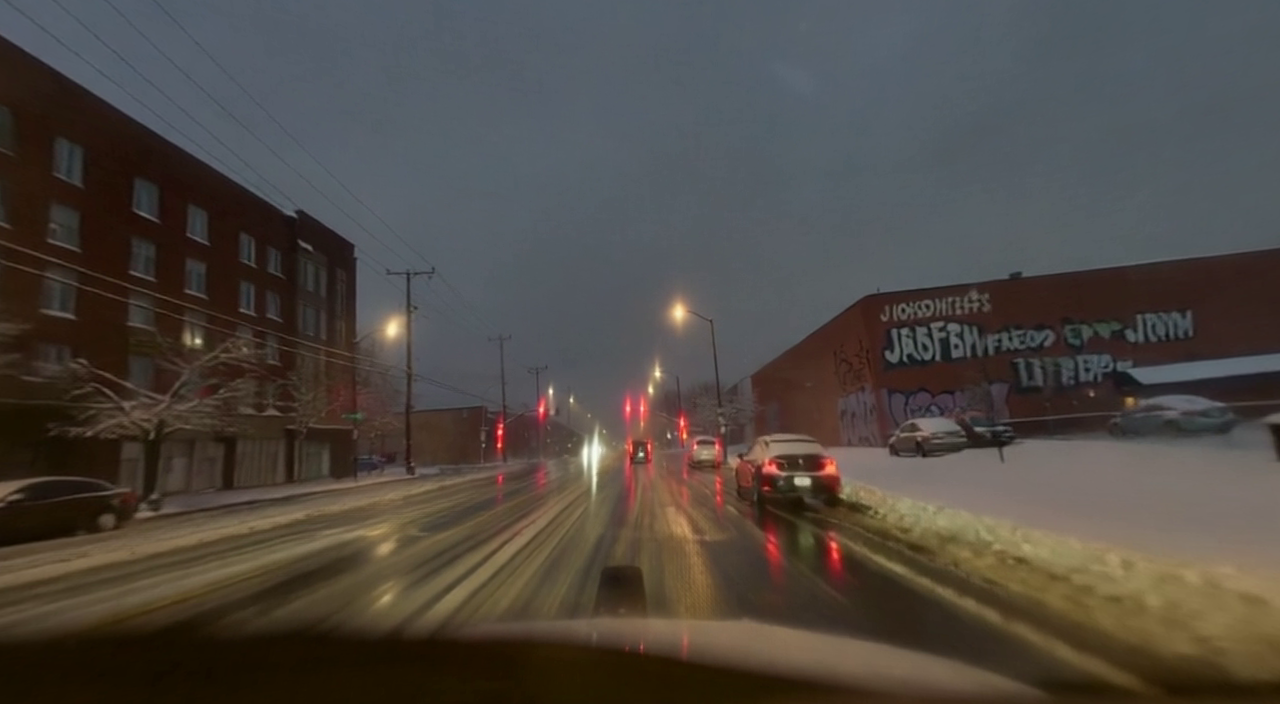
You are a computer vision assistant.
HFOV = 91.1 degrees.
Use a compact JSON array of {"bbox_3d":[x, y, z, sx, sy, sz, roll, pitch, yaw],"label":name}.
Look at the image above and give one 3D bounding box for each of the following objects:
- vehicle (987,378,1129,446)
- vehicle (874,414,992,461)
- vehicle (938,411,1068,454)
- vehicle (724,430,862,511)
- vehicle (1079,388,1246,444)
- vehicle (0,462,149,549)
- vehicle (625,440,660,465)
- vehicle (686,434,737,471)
[{"bbox_3d":[15.560,2.396,23.789,1.969,2.282,4.731,0,-9,-1],"label":"vehicle"},{"bbox_3d":[10.866,3.271,23.791,1.956,1.514,4.862,-1,-9,-2],"label":"vehicle"},{"bbox_3d":[13.260,3.048,23.359,1.819,1.450,4.707,0,-9,-3],"label":"vehicle"},{"bbox_3d":[3.250,2.626,14.320,2.062,1.535,4.206,0,-9,0],"label":"vehicle"},{"bbox_3d":[18.160,2.359,22.175,2.002,1.731,4.413,0,-9,-1],"label":"vehicle"},{"bbox_3d":[-15.294,3.792,15.154,2.048,1.814,5.998,-8,-9,1],"label":"vehicle"},{"bbox_3d":[0.152,6.485,40.743,2.153,1.505,4.452,0,-9,0],"label":"vehicle"},{"bbox_3d":[3.519,5.059,31.662,1.938,1.714,4.402,0,-9,-1],"label":"vehicle"}]
